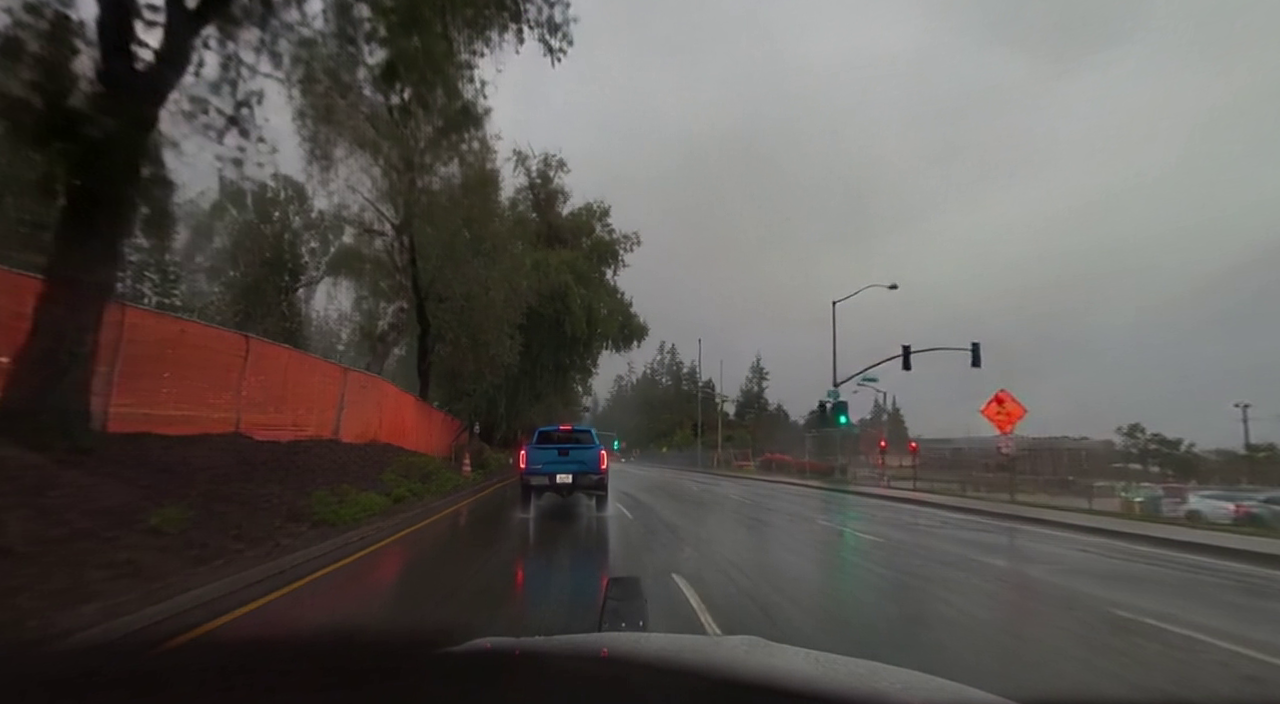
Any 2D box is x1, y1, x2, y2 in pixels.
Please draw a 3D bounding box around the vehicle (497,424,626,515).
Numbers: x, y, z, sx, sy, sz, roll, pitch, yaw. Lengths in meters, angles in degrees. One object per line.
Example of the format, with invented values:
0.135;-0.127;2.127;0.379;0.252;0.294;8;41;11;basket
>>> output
-1.625;2.633;14.757;2.436;1.698;5.322;0;-8;-3;vehicle
